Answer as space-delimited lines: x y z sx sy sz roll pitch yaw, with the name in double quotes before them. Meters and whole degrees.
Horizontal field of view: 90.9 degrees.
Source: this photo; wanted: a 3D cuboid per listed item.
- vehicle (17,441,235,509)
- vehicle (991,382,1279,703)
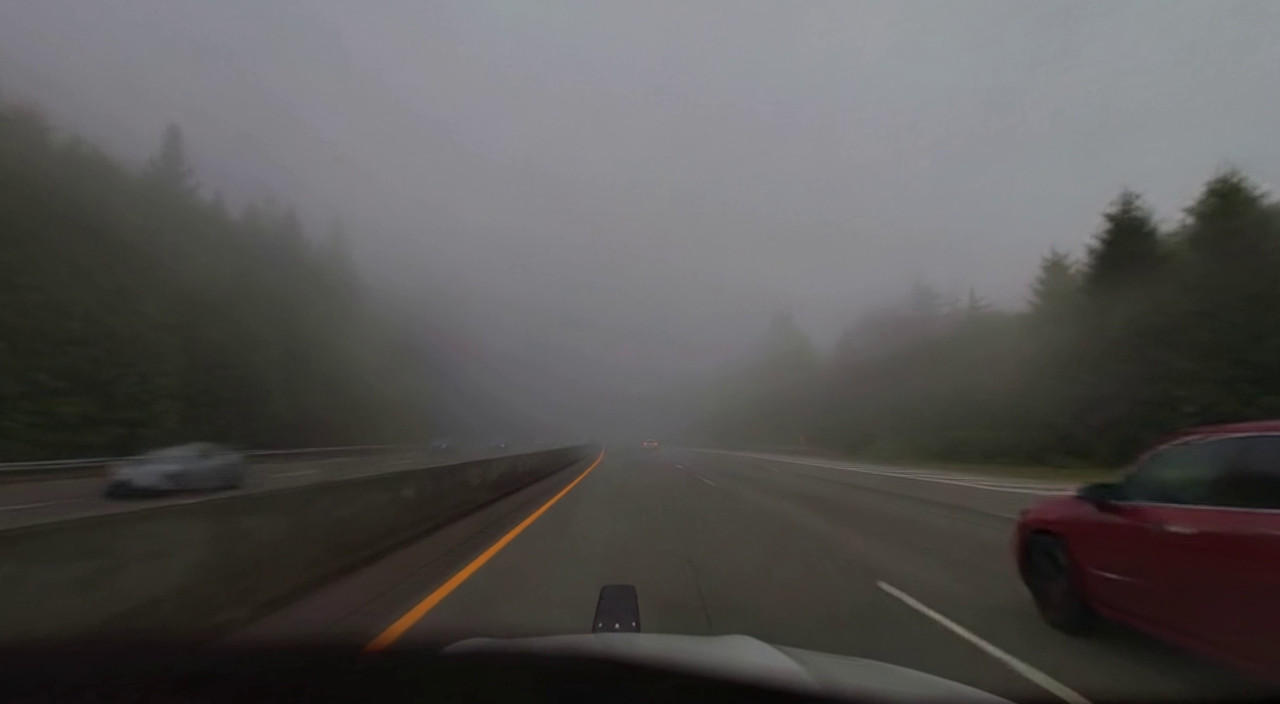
"vehicle" -12.899 3.056 16.309 1.905 1.464 4.510 0 -8 -1
"vehicle" 3.716 0.898 2.675 1.958 1.526 4.227 0 -8 -1
